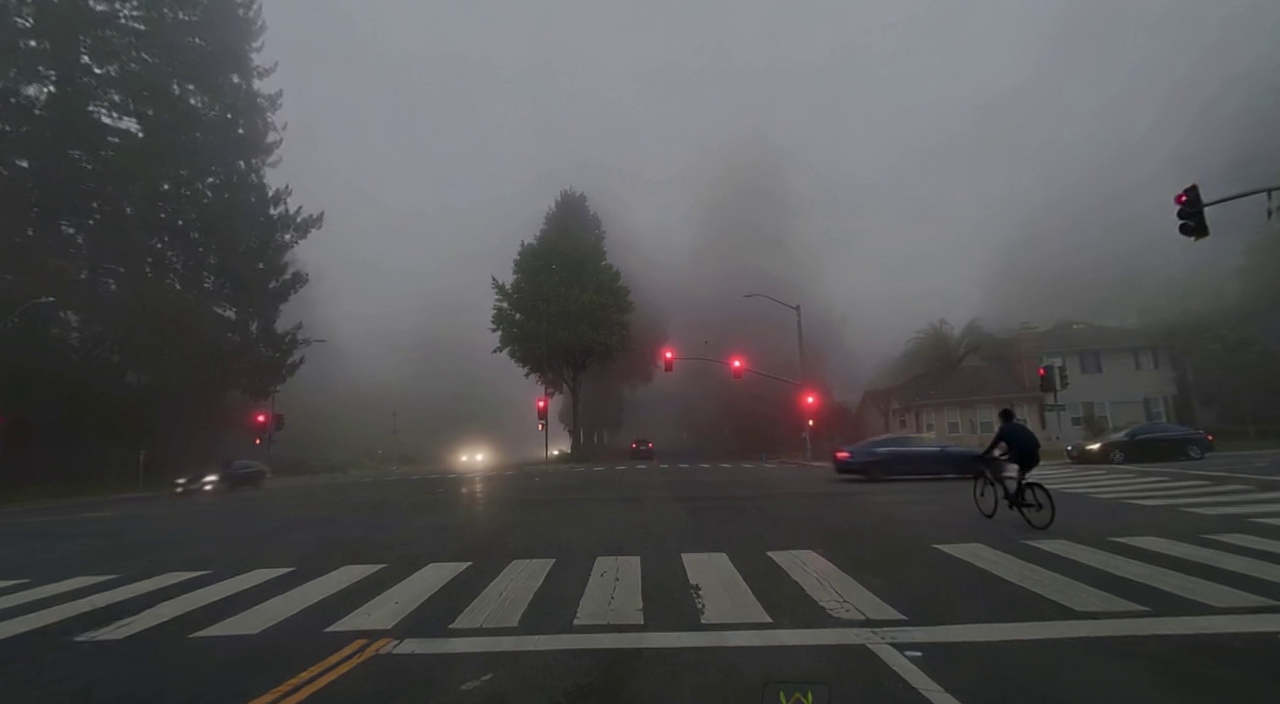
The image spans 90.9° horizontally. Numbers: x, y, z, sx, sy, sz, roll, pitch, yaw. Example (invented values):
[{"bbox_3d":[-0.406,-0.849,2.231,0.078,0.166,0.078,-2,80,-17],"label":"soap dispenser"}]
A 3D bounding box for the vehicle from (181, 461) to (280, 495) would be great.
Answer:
[{"bbox_3d":[-19.324,5.934,30.004,1.810,1.393,4.423,0,-9,-1],"label":"vehicle"}]

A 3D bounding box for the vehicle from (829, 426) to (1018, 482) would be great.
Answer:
[{"bbox_3d":[8.097,3.004,18.564,4.749,1.496,2.017,-3,-9,15],"label":"vehicle"}]

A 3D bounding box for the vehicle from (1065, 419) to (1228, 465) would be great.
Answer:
[{"bbox_3d":[17.344,3.100,21.758,3.969,1.493,1.823,0,-9,1],"label":"vehicle"}]
